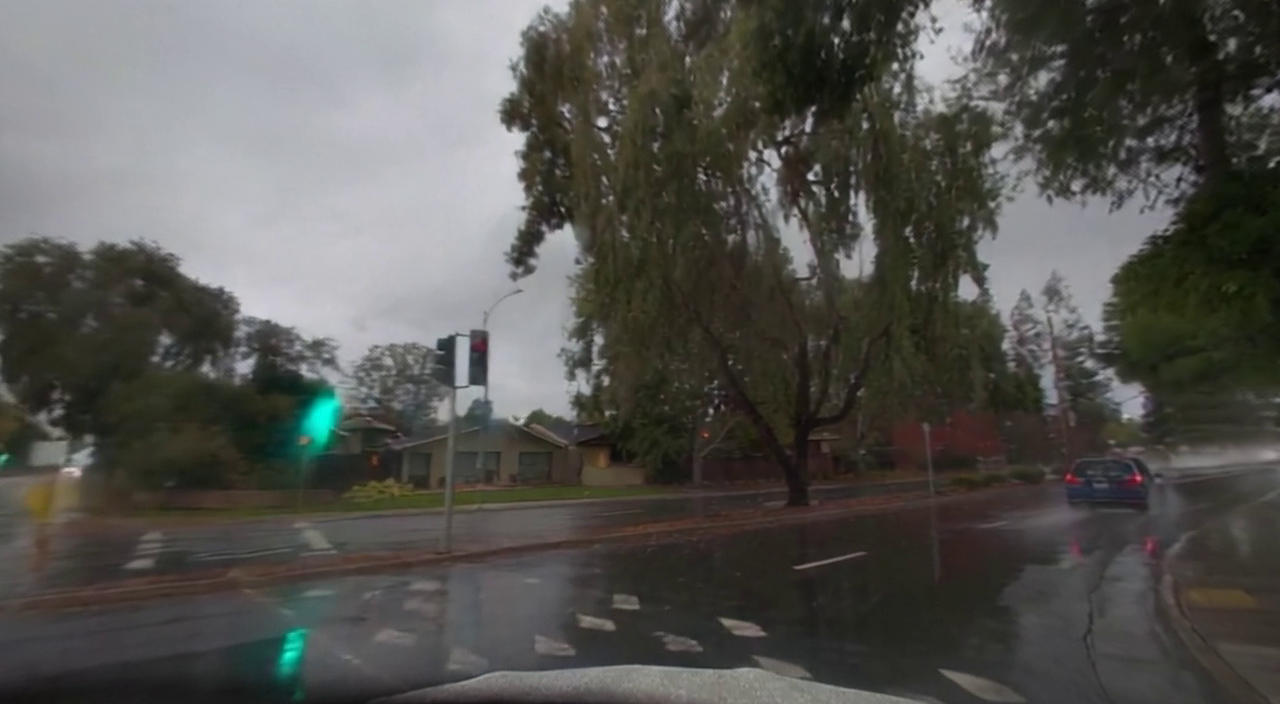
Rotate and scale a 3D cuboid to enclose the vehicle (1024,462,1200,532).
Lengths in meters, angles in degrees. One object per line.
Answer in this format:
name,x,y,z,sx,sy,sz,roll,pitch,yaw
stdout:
vehicle,10.647,3.111,14.036,5.282,1.250,1.972,9,-14,-41
